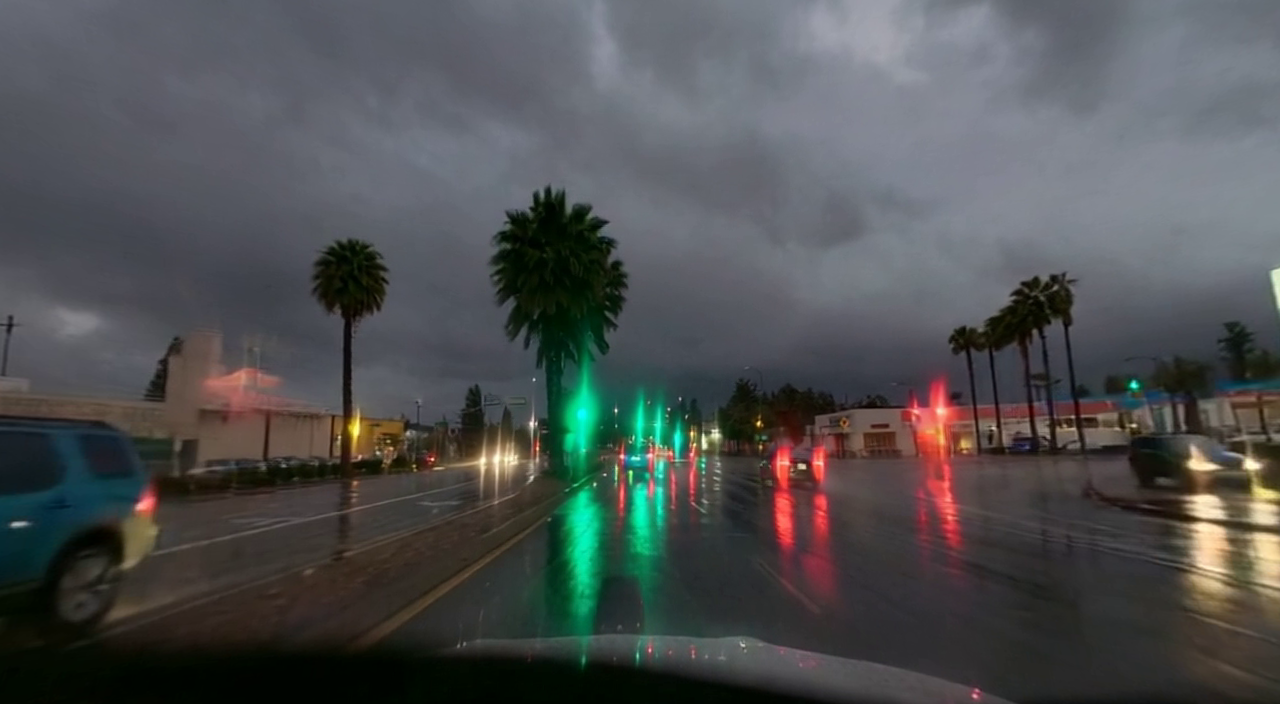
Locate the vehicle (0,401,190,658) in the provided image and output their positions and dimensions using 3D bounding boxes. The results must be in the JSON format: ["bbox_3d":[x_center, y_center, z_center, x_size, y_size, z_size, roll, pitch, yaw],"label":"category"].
[{"bbox_3d":[-5.315,1.132,3.792,2.016,1.711,4.387,0,-9,-1],"label":"vehicle"}]

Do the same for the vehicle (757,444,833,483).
[{"bbox_3d":[6.265,4.571,26.127,1.944,1.447,4.309,0,-9,-1],"label":"vehicle"}]

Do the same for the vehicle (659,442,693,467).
[{"bbox_3d":[2.540,7.482,46.079,2.112,1.710,4.234,0,-9,-1],"label":"vehicle"}]

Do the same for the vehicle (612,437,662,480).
[{"bbox_3d":[-0.168,4.896,29.240,2.151,1.787,4.109,0,-9,-1],"label":"vehicle"}]
